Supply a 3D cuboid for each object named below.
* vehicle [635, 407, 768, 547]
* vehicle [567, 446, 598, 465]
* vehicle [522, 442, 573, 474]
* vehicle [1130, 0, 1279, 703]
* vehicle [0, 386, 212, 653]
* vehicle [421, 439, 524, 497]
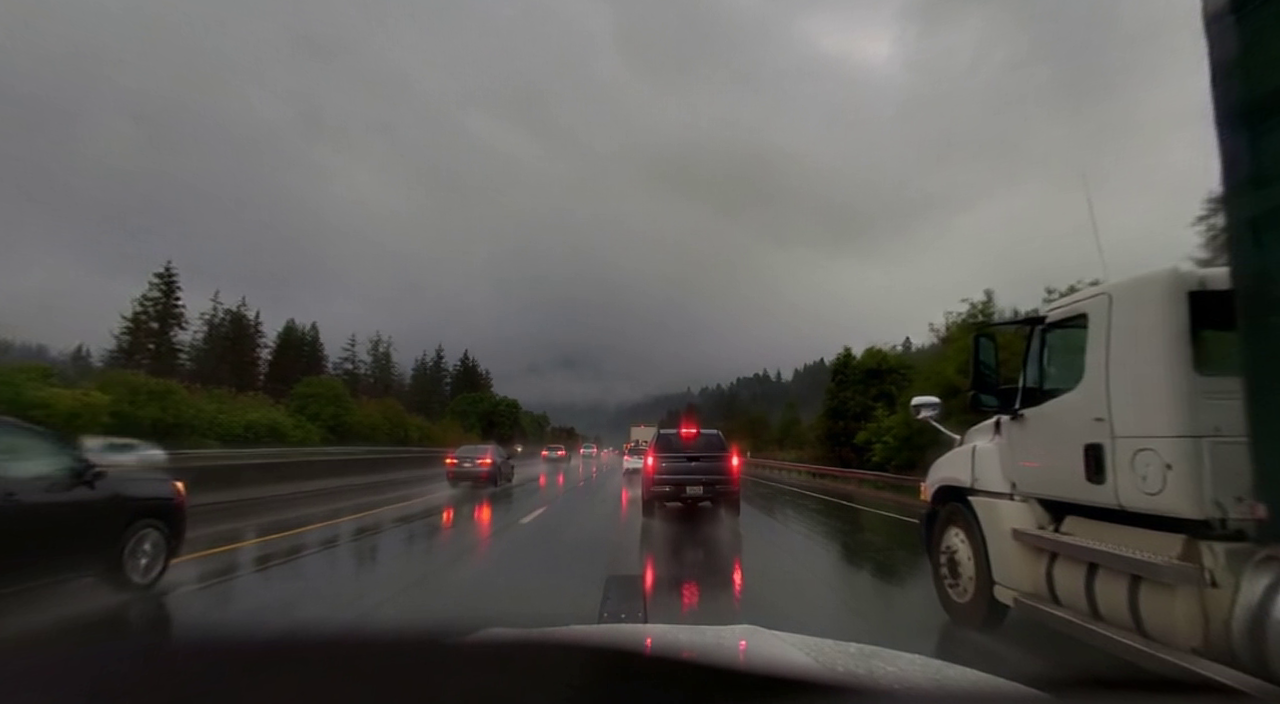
[{"bbox_3d":[0.836,2.023,10.742,1.825,1.920,3.960,0,-9,0],"label":"vehicle"},{"bbox_3d":[-4.331,7.863,47.981,1.857,1.423,3.920,0,-9,1],"label":"vehicle"},{"bbox_3d":[-4.649,5.407,32.354,1.855,1.527,4.209,0,-9,2],"label":"vehicle"},{"bbox_3d":[3.717,-0.190,1.091,2.141,3.473,4.217,0,-9,1],"label":"vehicle"},{"bbox_3d":[-4.946,1.001,3.629,1.934,1.642,4.201,0,-9,1],"label":"vehicle"},{"bbox_3d":[-4.706,3.310,18.318,1.867,1.489,3.829,0,-9,1],"label":"vehicle"}]
